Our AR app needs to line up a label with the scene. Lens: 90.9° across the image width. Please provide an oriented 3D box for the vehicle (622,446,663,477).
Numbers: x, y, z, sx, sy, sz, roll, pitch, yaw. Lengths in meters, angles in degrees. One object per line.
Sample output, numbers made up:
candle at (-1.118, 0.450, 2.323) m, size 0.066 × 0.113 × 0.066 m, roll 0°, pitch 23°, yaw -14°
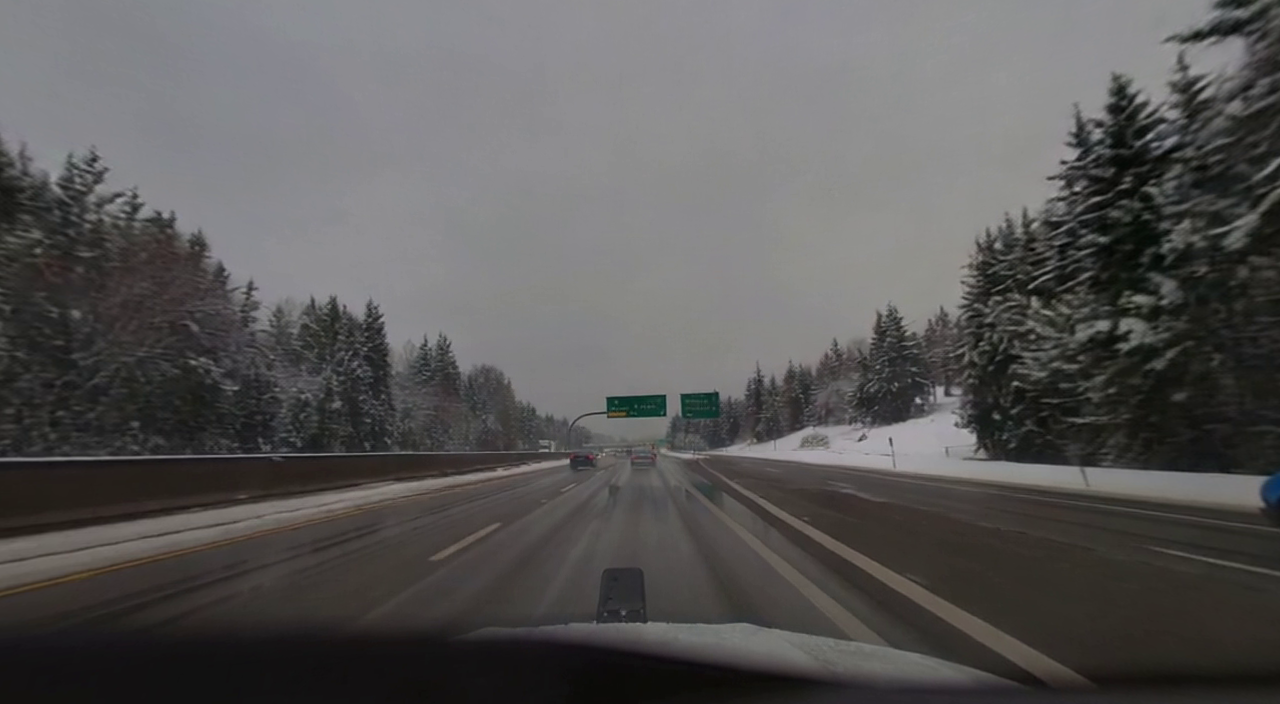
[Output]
vehicle at (0.082, 5.612, 32.465) m, size 2.002 × 1.449 × 3.612 m, roll 0°, pitch -9°, yaw -1°

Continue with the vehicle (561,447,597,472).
vehicle at (-3.863, 6.847, 40.446) m, size 1.877 × 1.504 × 3.799 m, roll 0°, pitch -9°, yaw 1°
